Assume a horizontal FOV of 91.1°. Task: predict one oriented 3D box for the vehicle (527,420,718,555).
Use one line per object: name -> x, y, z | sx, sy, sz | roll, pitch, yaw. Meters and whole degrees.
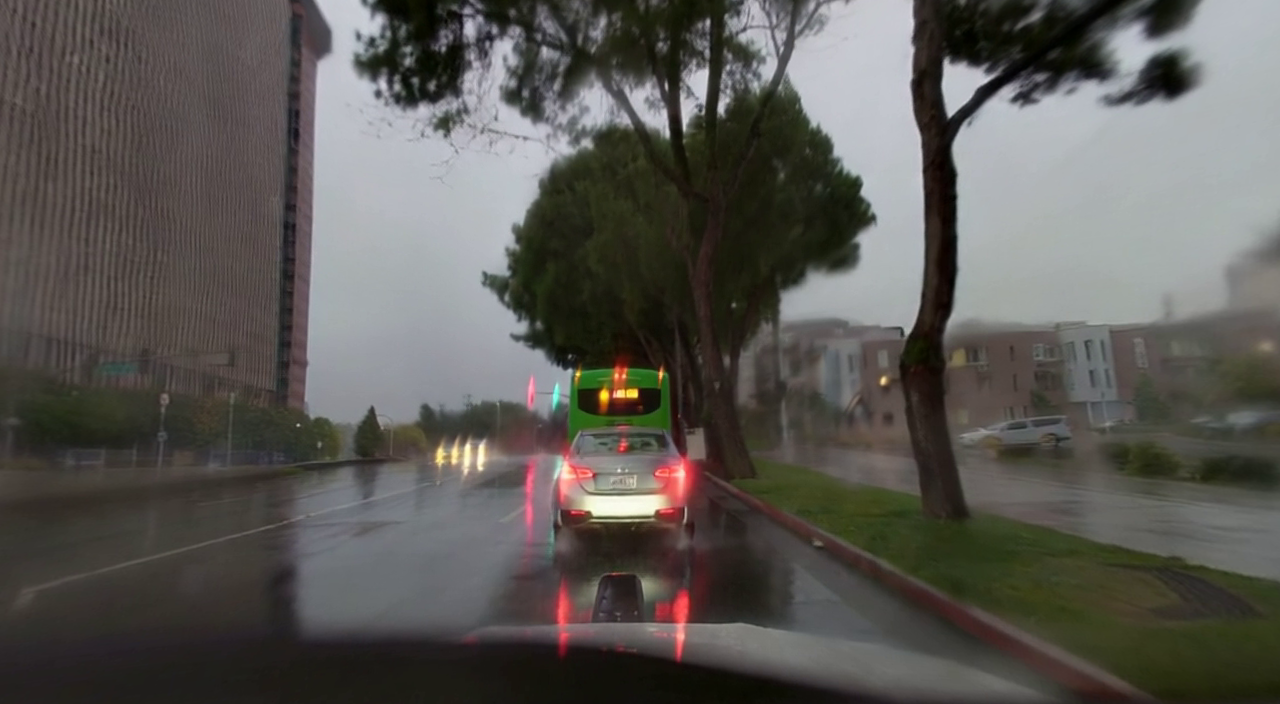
vehicle -> -0.232, 1.734, 8.856 | 2.064, 1.452, 3.942 | 0, -8, -1
